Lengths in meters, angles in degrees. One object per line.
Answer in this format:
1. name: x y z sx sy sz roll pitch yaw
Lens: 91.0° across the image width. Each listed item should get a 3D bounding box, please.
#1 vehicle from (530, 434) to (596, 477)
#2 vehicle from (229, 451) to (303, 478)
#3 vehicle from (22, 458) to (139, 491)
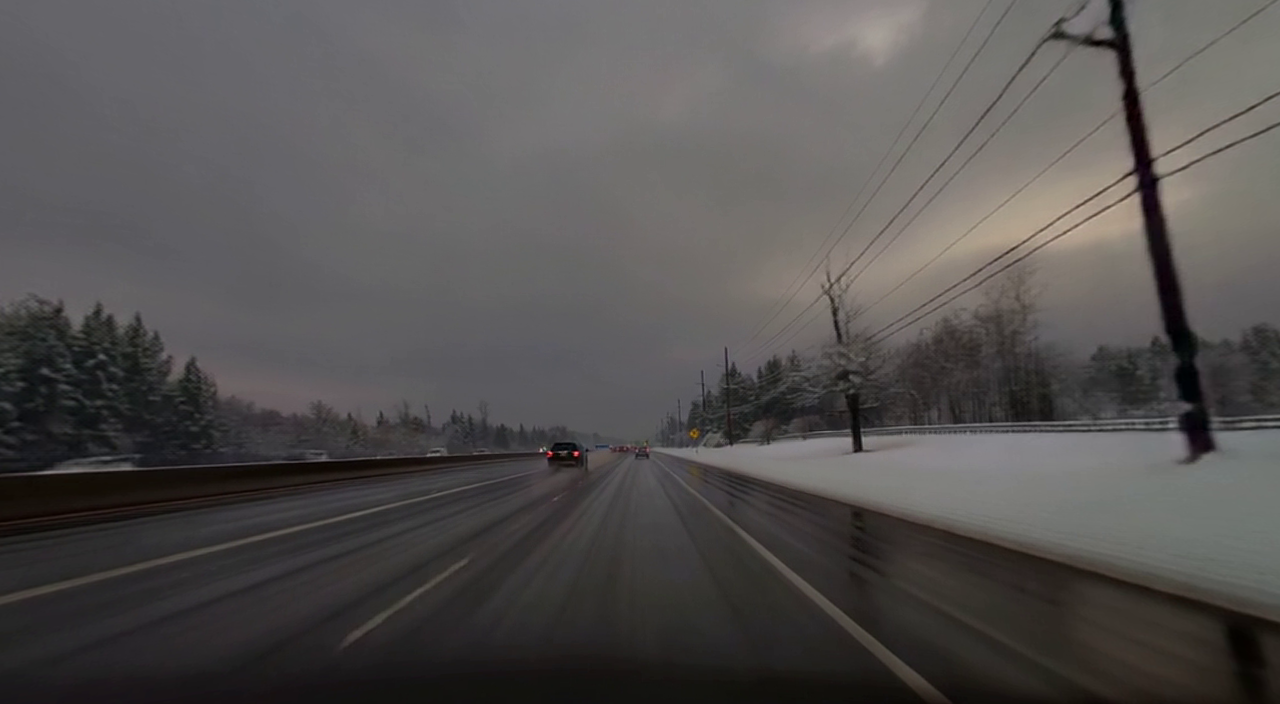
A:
1. vehicle: -3.732 5.177 31.645 2.577 1.939 5.408 0 -9 1
2. vehicle: -24.862 7.484 42.051 2.004 1.630 4.643 0 -9 1
3. vehicle: -28.420 6.201 32.202 1.855 1.513 4.418 0 -9 1
